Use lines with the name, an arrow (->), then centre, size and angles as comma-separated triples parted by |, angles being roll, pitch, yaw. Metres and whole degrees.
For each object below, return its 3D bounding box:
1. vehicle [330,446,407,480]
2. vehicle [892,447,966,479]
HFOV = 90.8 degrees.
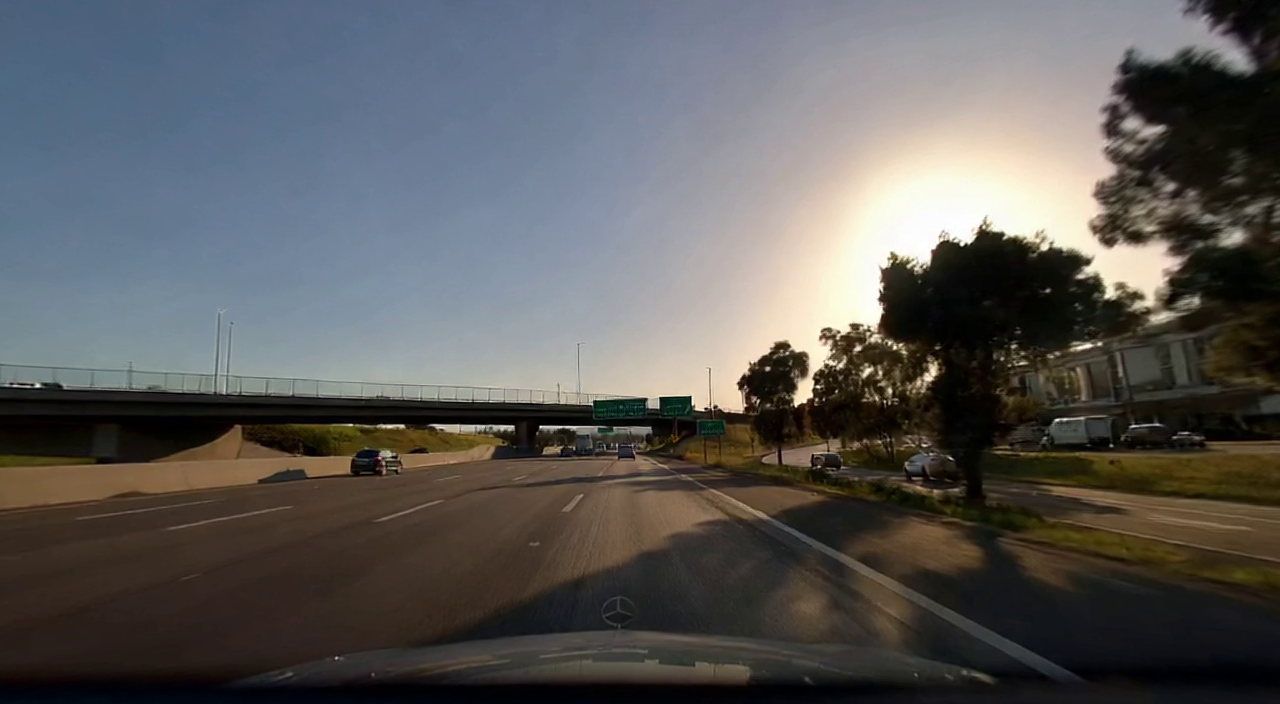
vehicle -> -14.168, 5.796, 33.274 | 2.057, 1.619, 4.443 | 0, -9, -1
vehicle -> 17.119, 6.569, 37.776 | 2.172, 1.778, 5.085 | 0, -9, 2
